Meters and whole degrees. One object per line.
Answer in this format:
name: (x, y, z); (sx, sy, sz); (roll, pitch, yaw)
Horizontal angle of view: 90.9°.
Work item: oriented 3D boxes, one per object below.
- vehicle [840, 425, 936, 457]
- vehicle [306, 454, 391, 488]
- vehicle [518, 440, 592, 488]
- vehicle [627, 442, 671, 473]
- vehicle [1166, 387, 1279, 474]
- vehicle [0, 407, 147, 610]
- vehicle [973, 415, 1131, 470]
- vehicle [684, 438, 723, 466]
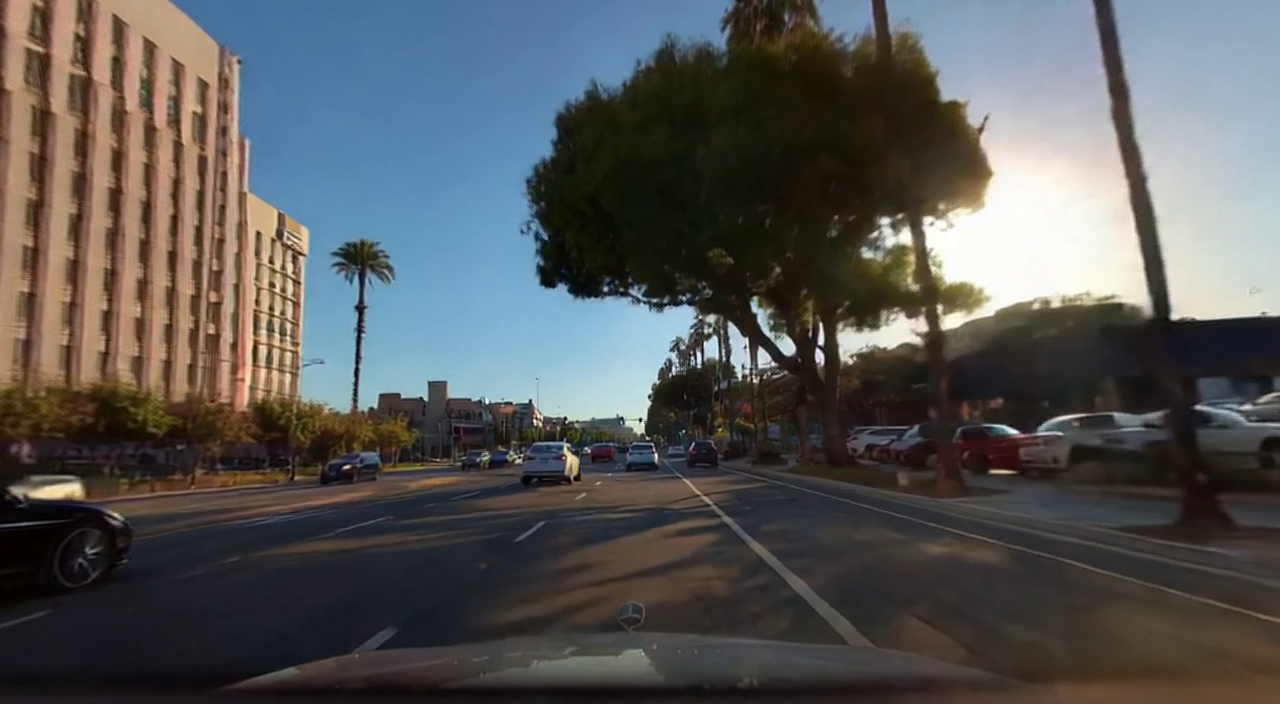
vehicle: (12.276, 4.417, 31.180); (4.378, 1.463, 1.824); (4, -9, -23)
vehicle: (-14.157, 5.787, 30.950); (1.923, 1.454, 4.520); (-1, -9, 1)
vehicle: (-2.901, 3.914, 22.406); (1.908, 1.505, 4.369); (-1, -8, 2)
vehicle: (0.464, 5.518, 33.262); (2.147, 1.507, 3.953); (0, -8, 1)
vehicle: (12.690, 1.542, 12.353); (4.749, 1.457, 1.806); (3, -11, -28)
vehicle: (-6.540, 1.243, 4.677); (2.030, 1.730, 4.506); (-1, -8, 1)
vehicle: (12.074, 2.650, 18.454); (4.284, 1.450, 1.927); (4, -10, -28)
vehicle: (4.152, 6.632, 41.910); (2.108, 1.785, 4.334); (0, -8, -1)
